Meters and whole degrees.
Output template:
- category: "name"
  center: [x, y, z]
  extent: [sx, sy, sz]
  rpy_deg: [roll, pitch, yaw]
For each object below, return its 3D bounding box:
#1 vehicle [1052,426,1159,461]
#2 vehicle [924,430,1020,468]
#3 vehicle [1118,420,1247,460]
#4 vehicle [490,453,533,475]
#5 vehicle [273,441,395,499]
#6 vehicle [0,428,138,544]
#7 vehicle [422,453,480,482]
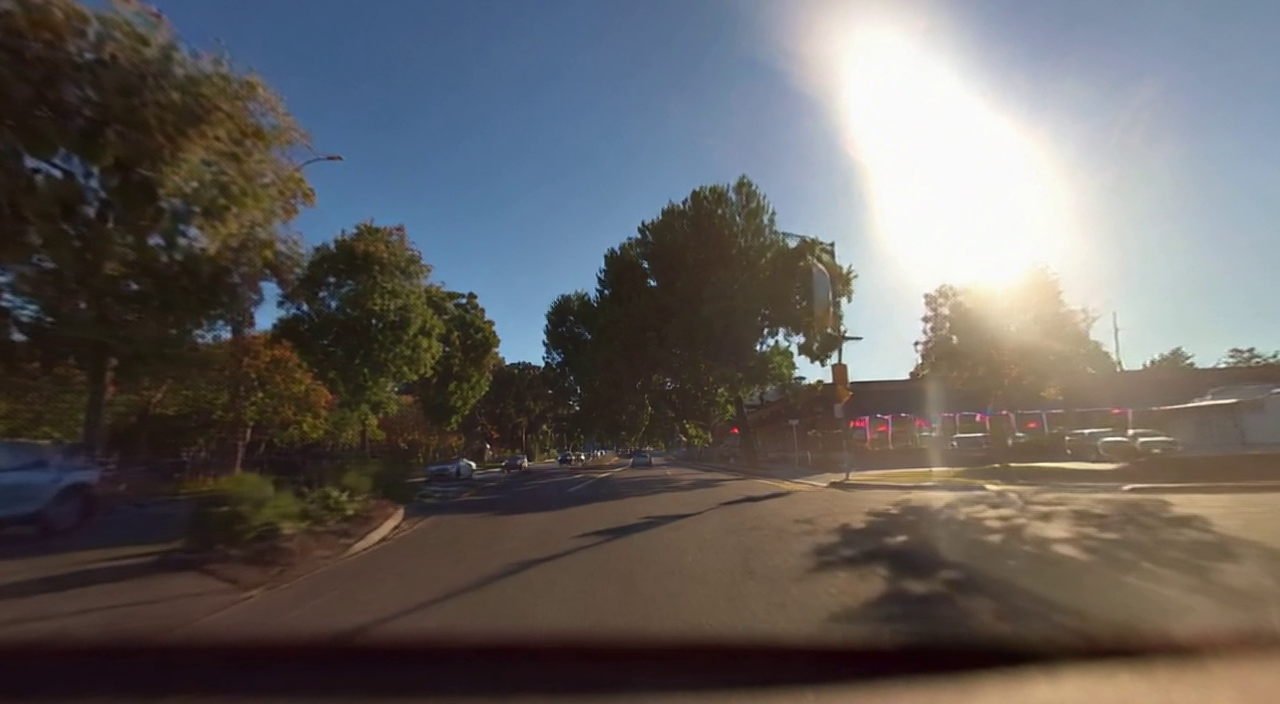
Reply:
- category: "vehicle"
  center: [24.304, 4.867, 33.159]
  extent: [1.996, 1.723, 4.576]
  rpy_deg: [0, -10, -1]
- category: "vehicle"
  center: [16.998, 5.019, 32.625]
  extent: [2.021, 1.753, 4.941]
  rpy_deg: [-1, -9, -4]
- category: "vehicle"
  center: [27.011, 4.510, 31.654]
  extent: [2.040, 1.829, 4.826]
  rpy_deg: [0, -10, -1]
- category: "vehicle"
  center: [-9.826, 8.554, 48.518]
  extent: [2.084, 1.517, 5.096]
  rpy_deg: [-1, -8, 2]
- category: "vehicle"
  center: [-10.753, 4.150, 22.629]
  extent: [2.000, 1.817, 4.624]
  rpy_deg: [-1, -8, 1]
- category: "vehicle"
  center: [-10.801, 2.068, 9.739]
  extent: [2.189, 1.747, 4.651]
  rpy_deg: [0, -8, 1]
- category: "vehicle"
  center: [-10.861, 6.638, 36.585]
  extent: [1.873, 1.516, 4.339]
  rpy_deg: [0, -8, 2]
